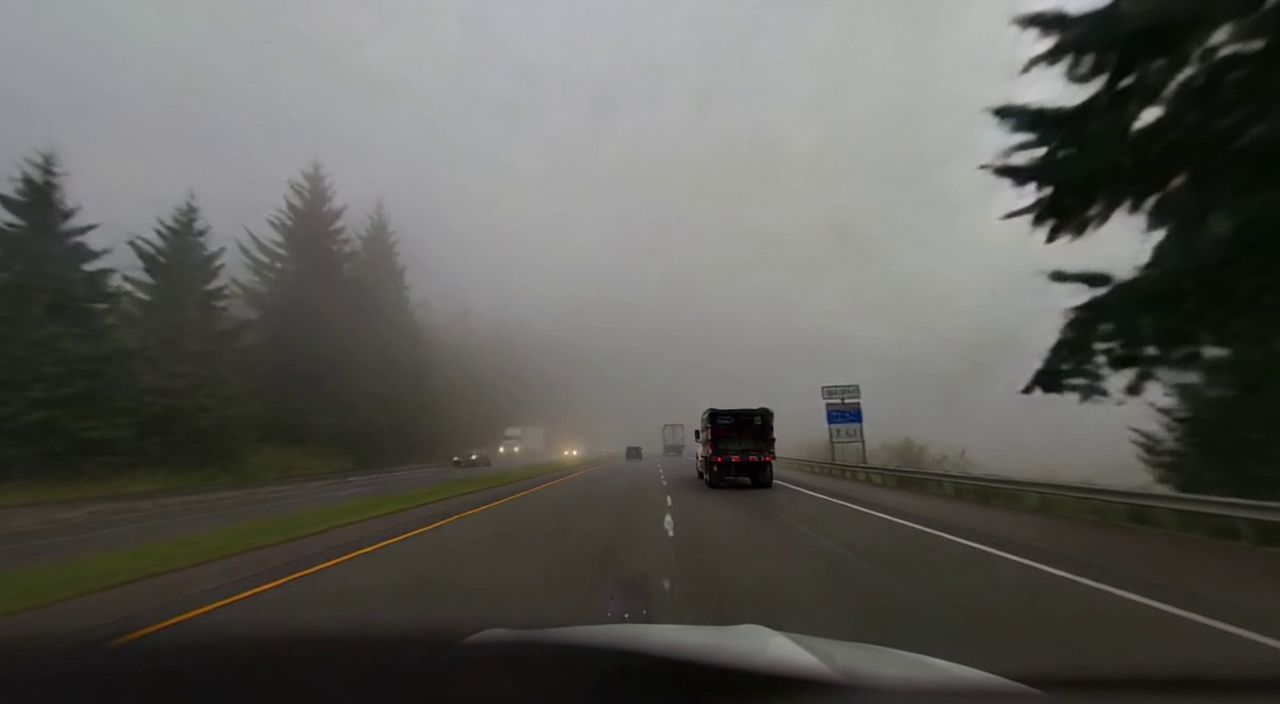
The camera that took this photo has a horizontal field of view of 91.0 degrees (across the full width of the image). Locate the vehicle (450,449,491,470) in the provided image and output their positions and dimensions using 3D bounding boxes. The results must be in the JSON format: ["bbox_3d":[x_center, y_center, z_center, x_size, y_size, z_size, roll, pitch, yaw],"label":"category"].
[{"bbox_3d":[-12.449,7.919,46.501,1.737,1.450,4.343,0,-8,1],"label":"vehicle"}]

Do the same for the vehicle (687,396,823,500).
[{"bbox_3d":[2.948,2.725,18.072,2.677,2.439,6.402,0,-8,0],"label":"vehicle"}]
